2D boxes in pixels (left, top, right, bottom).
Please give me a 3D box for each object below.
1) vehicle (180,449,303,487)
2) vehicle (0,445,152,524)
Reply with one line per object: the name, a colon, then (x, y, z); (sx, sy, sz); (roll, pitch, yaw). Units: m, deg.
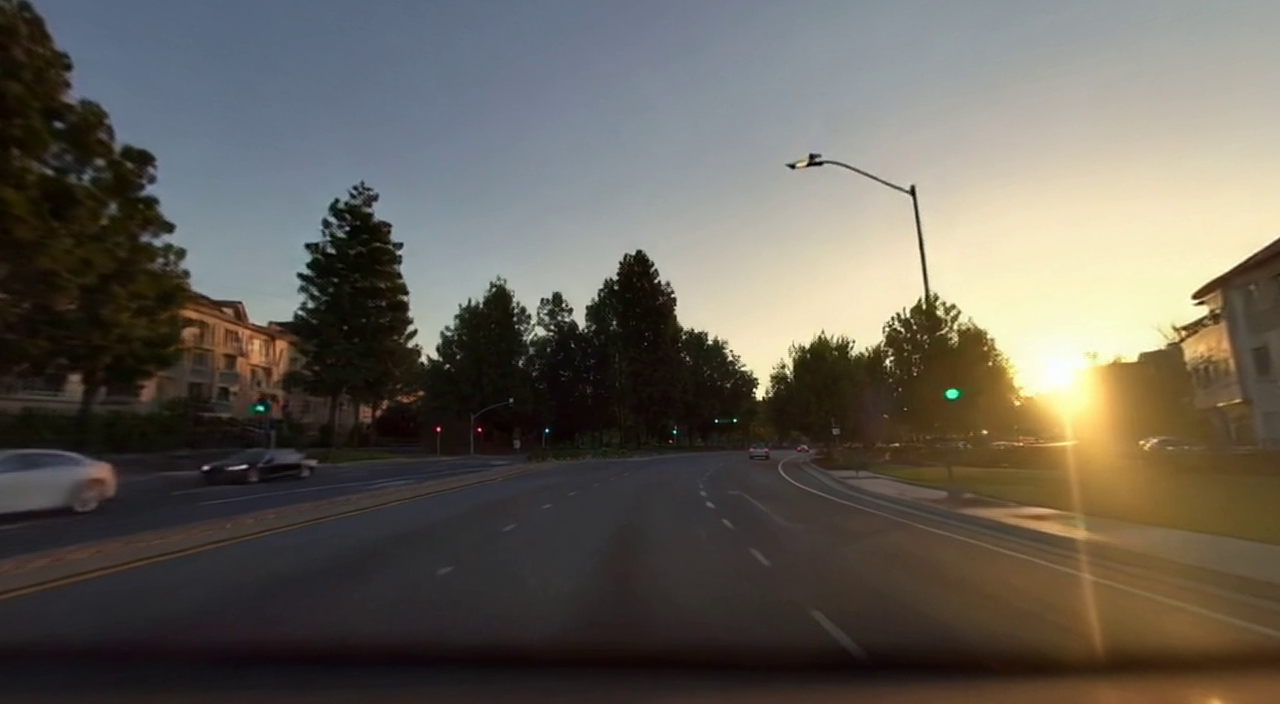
vehicle: (-17.198, 4.993, 27.639); (1.975, 1.500, 4.814); (-1, -9, 4)
vehicle: (-14.882, 3.162, 15.546); (2.080, 1.695, 4.454); (-1, -9, 1)
